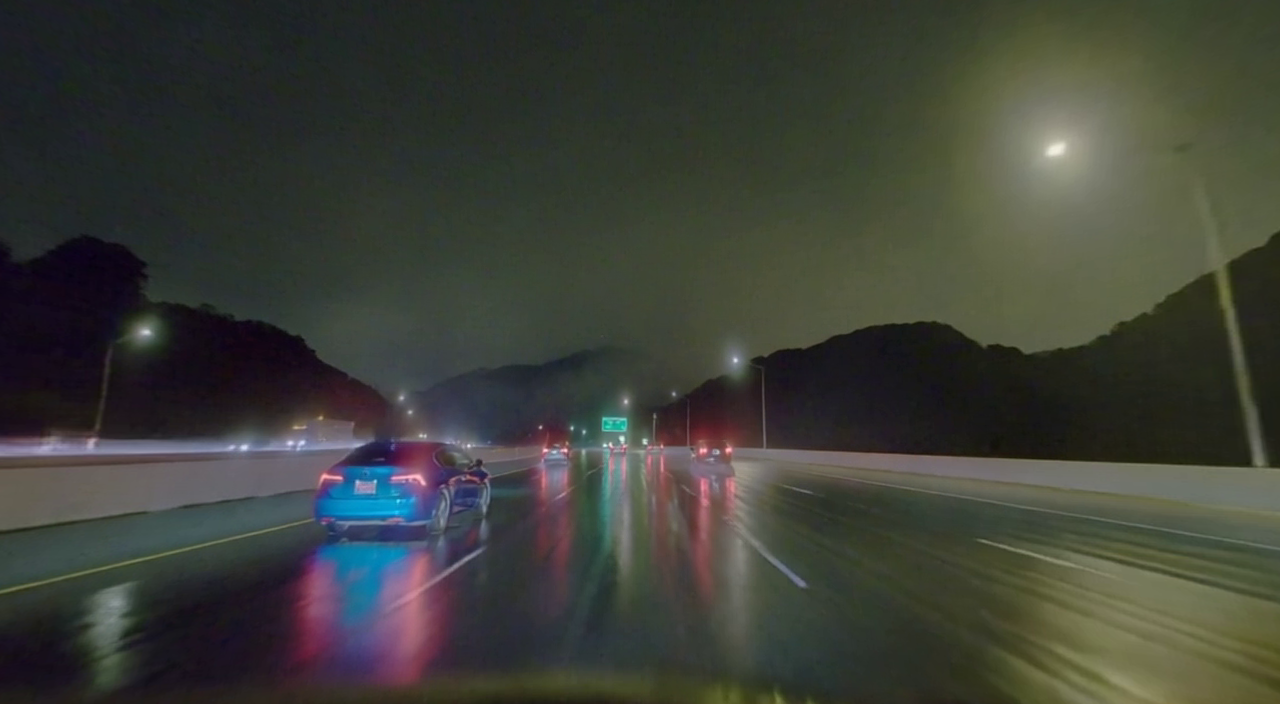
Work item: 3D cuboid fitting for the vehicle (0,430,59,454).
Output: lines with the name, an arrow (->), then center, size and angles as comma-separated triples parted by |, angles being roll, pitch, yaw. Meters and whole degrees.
vehicle -> -40.026, 5.746, 40.173 | 1.764, 1.492, 4.342 | 0, -9, -1

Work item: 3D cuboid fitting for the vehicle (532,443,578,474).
vehicle -> -4.266, 5.429, 32.265 | 1.796, 1.464, 3.839 | 0, -9, 0

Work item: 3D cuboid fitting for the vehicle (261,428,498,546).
vehicle -> -3.870, 2.074, 10.352 | 1.993, 1.500, 4.248 | 0, -9, 1

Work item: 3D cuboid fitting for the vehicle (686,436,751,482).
vehicle -> 3.347, 4.687, 27.902 | 2.222, 1.820, 4.733 | 0, -9, -1

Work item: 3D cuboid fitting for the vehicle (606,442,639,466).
vehicle -> -1.176, 7.035, 43.529 | 2.147, 1.572, 4.094 | 0, -9, -1
